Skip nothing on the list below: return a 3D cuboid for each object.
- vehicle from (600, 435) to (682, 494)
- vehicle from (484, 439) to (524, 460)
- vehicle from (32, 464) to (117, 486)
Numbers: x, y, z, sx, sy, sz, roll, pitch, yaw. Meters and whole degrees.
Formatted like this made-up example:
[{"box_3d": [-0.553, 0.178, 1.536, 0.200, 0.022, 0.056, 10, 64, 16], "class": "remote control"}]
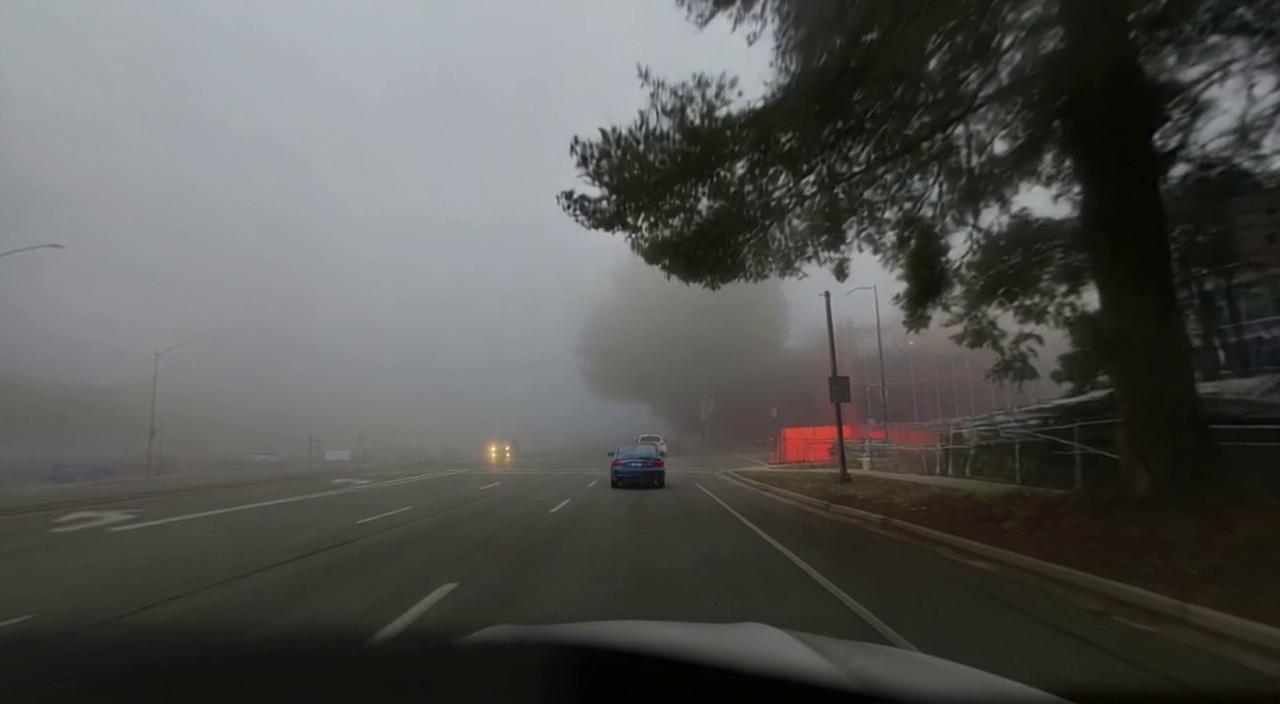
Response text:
[{"box_3d": [0.024, 3.220, 18.377, 2.112, 1.482, 4.076, 0, -9, 0], "class": "vehicle"}, {"box_3d": [-10.136, 7.209, 46.780, 2.072, 1.465, 4.394, 3, -9, -22], "class": "vehicle"}, {"box_3d": [-39.677, 8.627, 44.301, 4.111, 1.412, 1.777, 0, -9, -3], "class": "vehicle"}]
